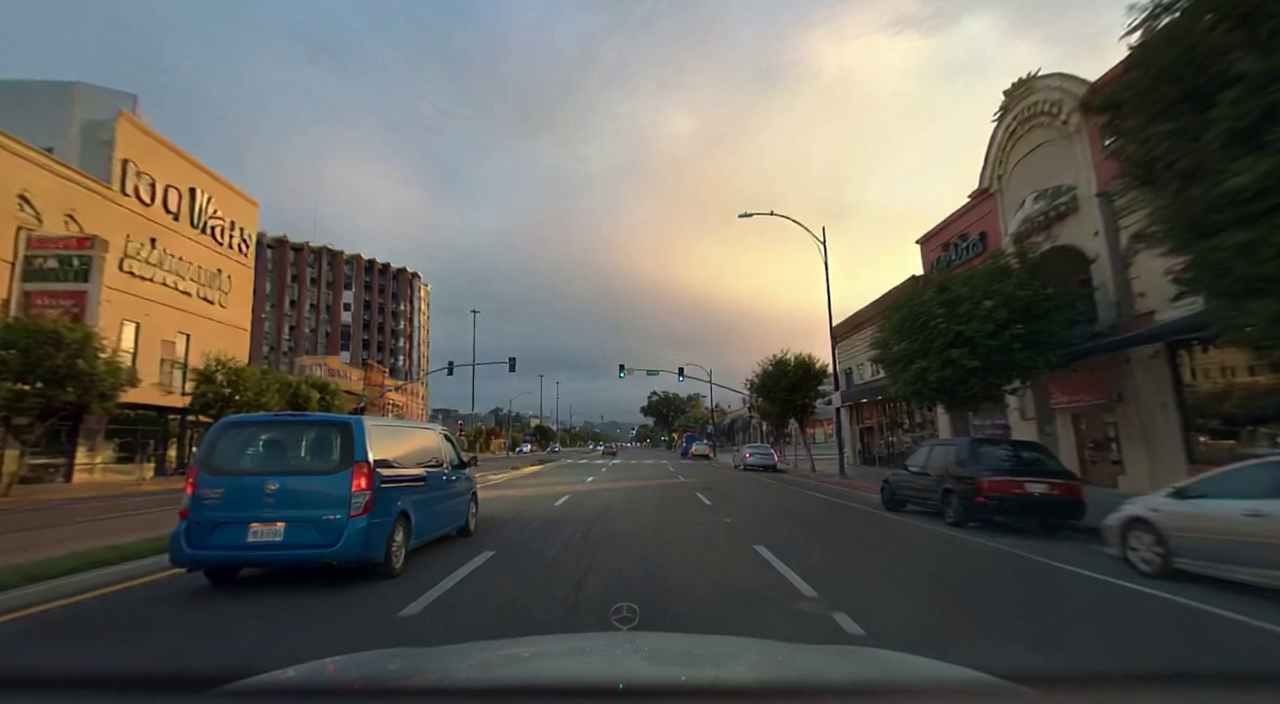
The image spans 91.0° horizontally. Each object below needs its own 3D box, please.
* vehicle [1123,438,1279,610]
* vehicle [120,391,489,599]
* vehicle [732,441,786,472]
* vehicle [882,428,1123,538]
[{"bbox_3d":[6.451,1.420,4.908,1.796,1.474,4.449,0,-8,0],"label":"vehicle"},{"bbox_3d":[-3.258,1.467,7.201,2.080,1.722,3.766,0,-8,0],"label":"vehicle"},{"bbox_3d":[6.391,5.648,34.401,1.967,1.534,4.683,0,-8,-1],"label":"vehicle"},{"bbox_3d":[6.418,2.323,11.864,1.913,1.664,4.246,0,-8,-1],"label":"vehicle"}]
